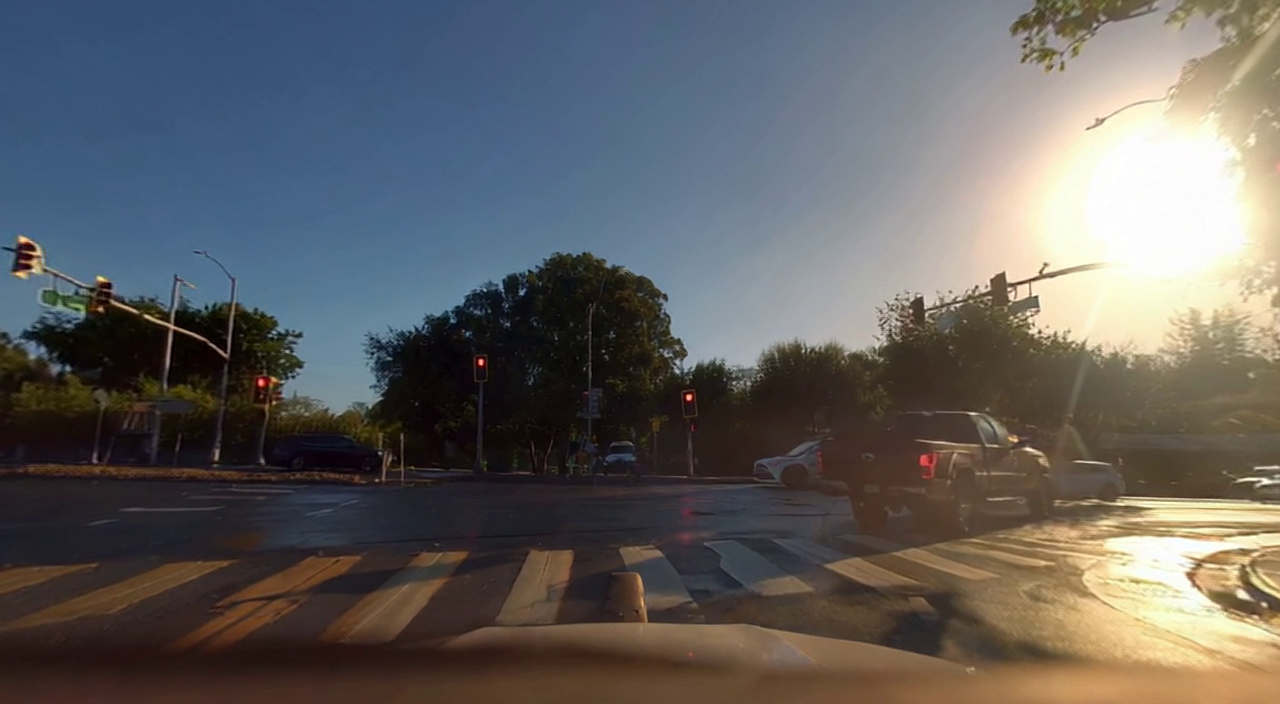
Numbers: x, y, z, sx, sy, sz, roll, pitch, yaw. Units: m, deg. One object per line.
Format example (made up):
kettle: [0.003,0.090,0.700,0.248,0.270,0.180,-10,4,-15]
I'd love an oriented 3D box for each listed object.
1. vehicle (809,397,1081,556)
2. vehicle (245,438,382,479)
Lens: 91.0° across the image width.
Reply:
vehicle: [6.359,2.357,12.755,5.978,2.400,2.851,8,-12,-43]
vehicle: [-13.554,4.424,26.474,1.964,1.525,4.750,-4,-10,28]
